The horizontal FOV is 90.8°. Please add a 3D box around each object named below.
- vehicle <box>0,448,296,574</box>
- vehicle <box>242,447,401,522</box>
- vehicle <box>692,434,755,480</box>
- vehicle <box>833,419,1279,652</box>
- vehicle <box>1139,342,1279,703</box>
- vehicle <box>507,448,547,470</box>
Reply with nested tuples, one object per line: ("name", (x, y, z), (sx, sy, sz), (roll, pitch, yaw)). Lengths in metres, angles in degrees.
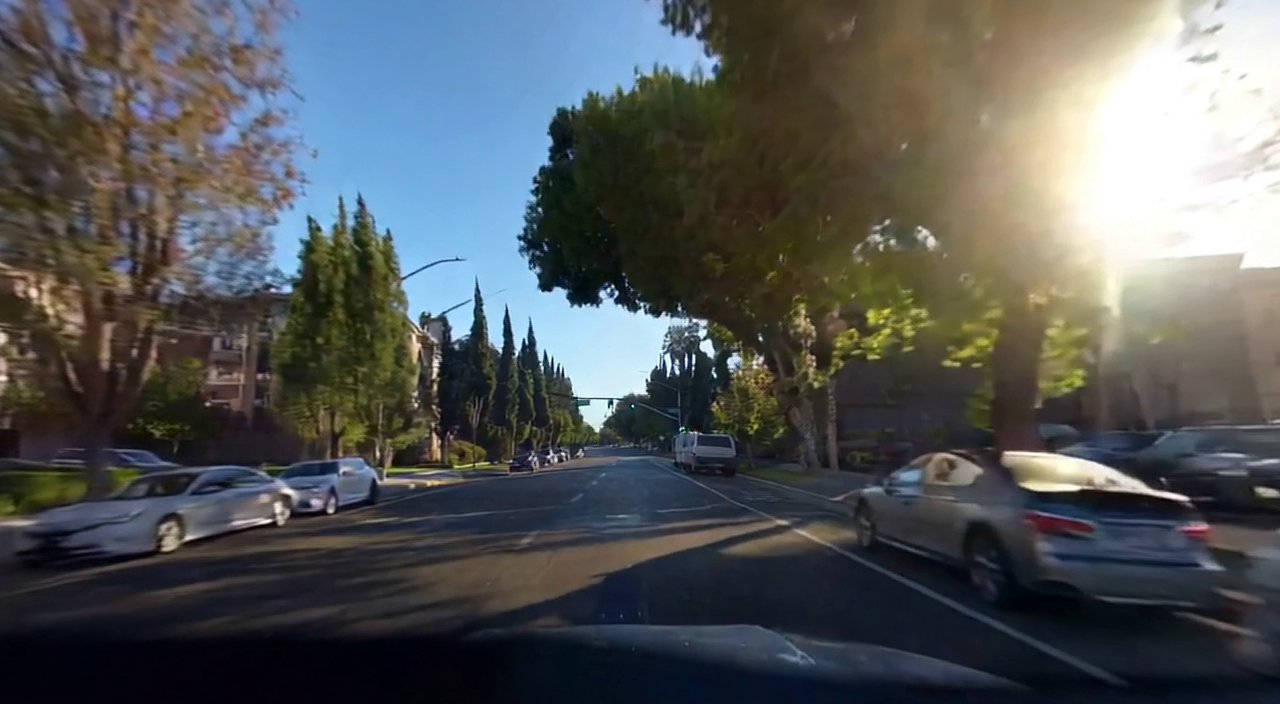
("vehicle", (-7.694, 2.341, 10.195), (2.013, 1.550, 4.290), (0, -8, -3))
("vehicle", (-7.737, 3.202, 15.858), (1.965, 1.501, 3.892), (-1, -7, 0))
("vehicle", (3.699, 4.756, 28.876), (2.034, 1.906, 4.653), (0, -8, -2))
("vehicle", (3.821, 1.623, 6.652), (2.069, 1.494, 4.620), (3, -9, -1))
("vehicle", (3.968, 0.570, 0.917), (2.148, 1.777, 5.196), (0, -8, -1))
("vehicle", (-8.109, 7.675, 45.591), (2.083, 1.454, 4.603), (0, -8, -1))
